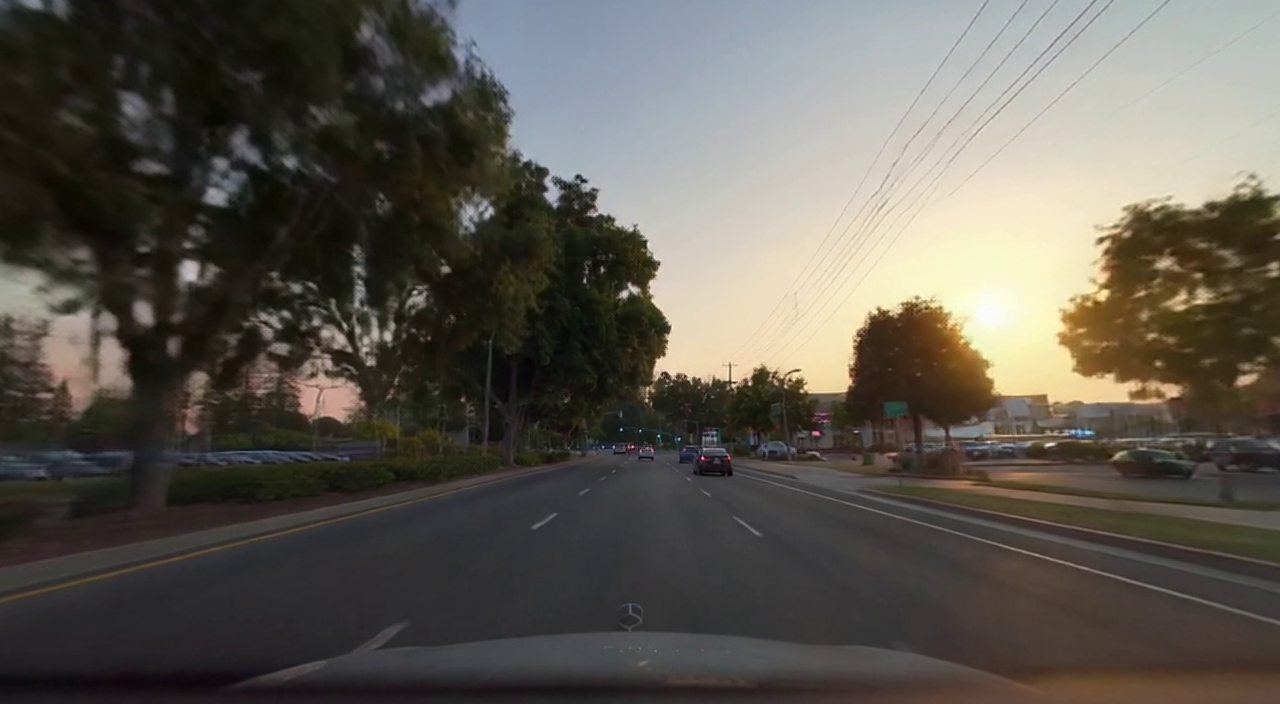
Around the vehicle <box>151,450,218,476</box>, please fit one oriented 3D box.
[{"bbox_3d":[-31.544,7.660,43.807,2.026,1.692,4.523,2,-9,-13],"label":"vehicle"}]

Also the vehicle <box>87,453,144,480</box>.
[{"bbox_3d":[-32.867,7.142,39.582,1.795,1.567,4.241,5,-10,-28],"label":"vehicle"}]

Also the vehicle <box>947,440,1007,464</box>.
[{"bbox_3d":[24.685,7.349,46.386,1.894,1.656,4.841,0,-8,2],"label":"vehicle"}]

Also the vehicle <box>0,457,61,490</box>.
[{"bbox_3d":[-31.829,6.113,31.706,1.732,1.526,3.827,-1,-9,-1],"label":"vehicle"}]

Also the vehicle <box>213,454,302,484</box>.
[{"bbox_3d":[-22.502,6.891,37.344,2.111,1.500,5.131,-1,-8,-1],"label":"vehicle"}]

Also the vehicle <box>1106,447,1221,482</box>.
[{"bbox_3d":[26.408,5.649,31.993,1.959,1.646,4.226,1,-8,-4],"label":"vehicle"}]

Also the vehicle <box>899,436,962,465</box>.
[{"bbox_3d":[21.326,7.257,46.553,2.124,1.920,5.946,0,-9,3],"label":"vehicle"}]

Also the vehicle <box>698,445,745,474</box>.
[{"bbox_3d":[4.371,5.856,34.577,1.916,1.459,4.335,0,-8,-1],"label":"vehicle"}]
